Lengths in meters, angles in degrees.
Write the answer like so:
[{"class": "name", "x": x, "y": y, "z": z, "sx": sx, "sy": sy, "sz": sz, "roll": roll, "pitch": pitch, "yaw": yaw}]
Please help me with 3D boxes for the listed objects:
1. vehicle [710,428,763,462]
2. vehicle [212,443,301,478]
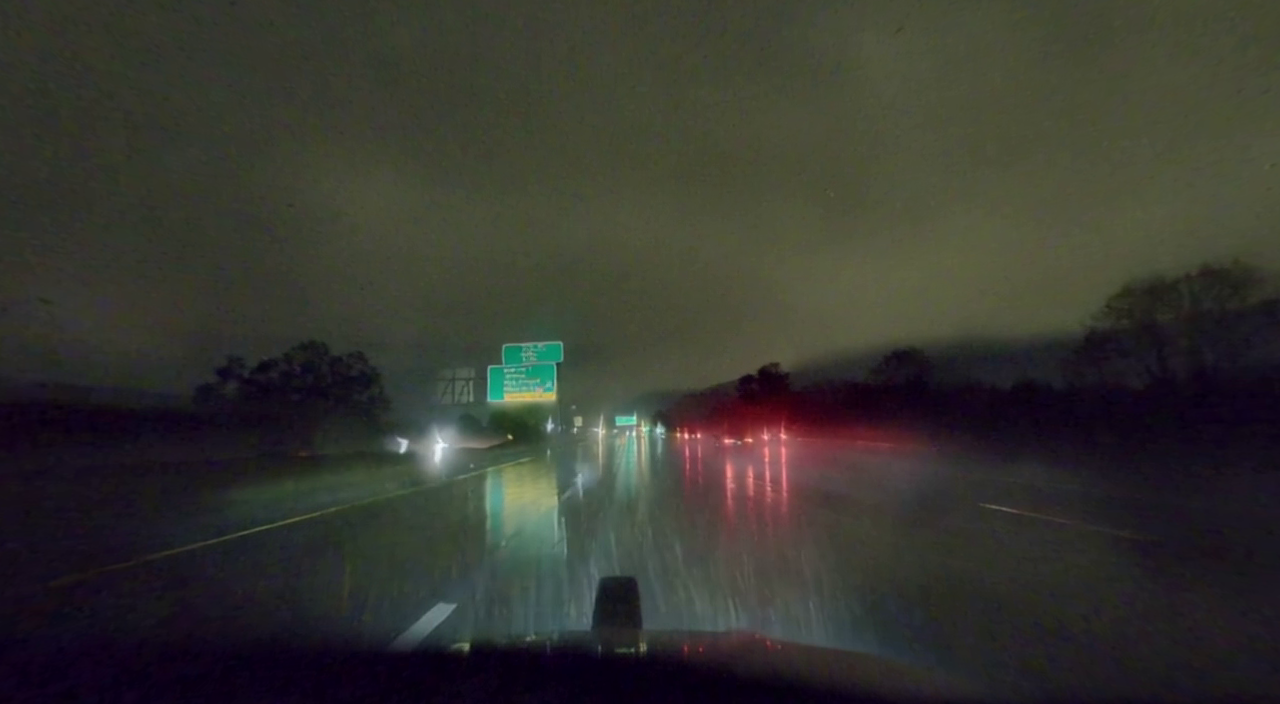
[{"class": "vehicle", "x": 4.517, "y": 4.390, "z": 29.949, "sx": 1.802, "sy": 1.492, "sz": 3.804, "roll": 0, "pitch": -8, "yaw": -2}, {"class": "vehicle", "x": -17.622, "y": 4.971, "z": 29.112, "sx": 1.741, "sy": 1.450, "sz": 3.810, "roll": 0, "pitch": -8, "yaw": -1}]
